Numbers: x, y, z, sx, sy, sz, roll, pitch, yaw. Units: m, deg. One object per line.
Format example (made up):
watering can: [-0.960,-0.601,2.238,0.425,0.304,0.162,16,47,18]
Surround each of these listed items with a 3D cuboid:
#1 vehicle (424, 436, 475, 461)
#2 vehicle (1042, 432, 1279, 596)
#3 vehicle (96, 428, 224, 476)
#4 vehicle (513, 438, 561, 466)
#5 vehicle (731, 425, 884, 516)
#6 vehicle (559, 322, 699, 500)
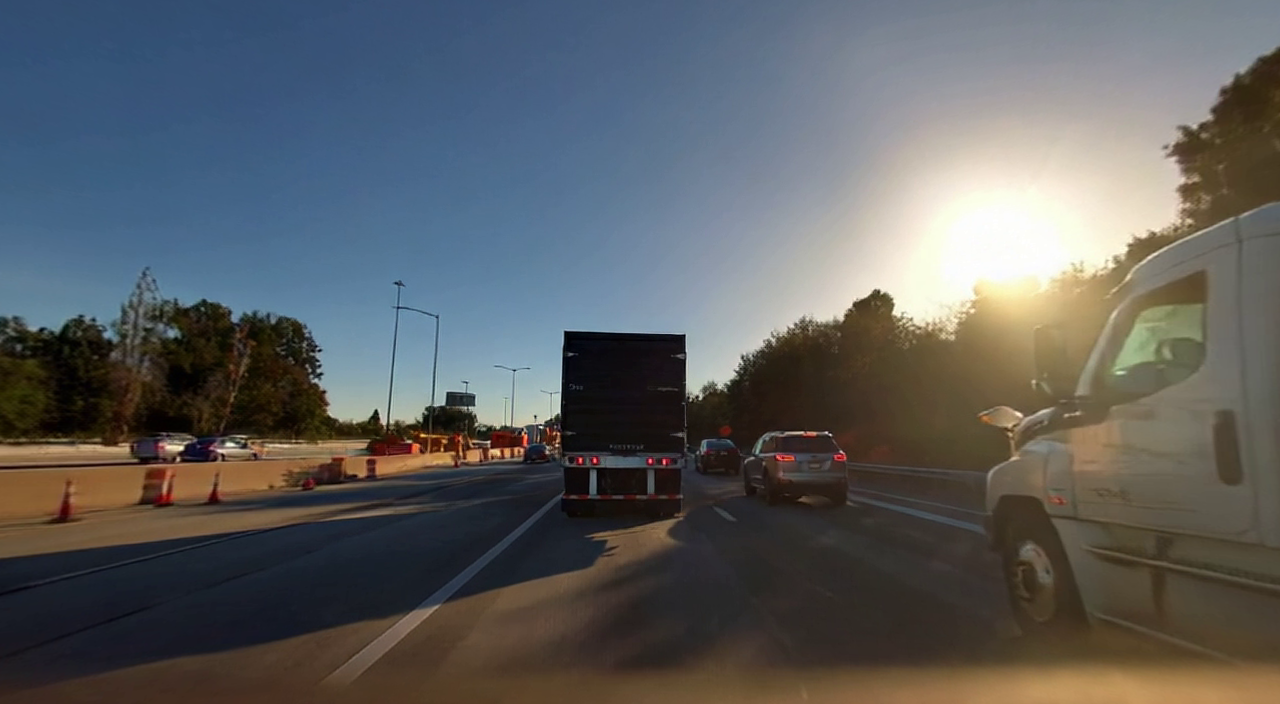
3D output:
vehicle: [-14.271,7.255,47.581,2.054,1.708,4.663,2,-8,4]
vehicle: [7.406,1.747,7.059,2.070,1.632,4.774,2,-9,-11]
vehicle: [-21.587,4.465,28.367,4.632,1.852,2.033,0,-8,16]
vehicle: [-5.971,5.862,37.048,2.014,1.477,4.595,0,-9,0]
vehicle: [3.504,2.574,14.142,2.103,1.713,4.173,1,-9,-3]
vehicle: [-0.437,2.045,19.127,3.067,3.940,10.154,1,-9,-2]
